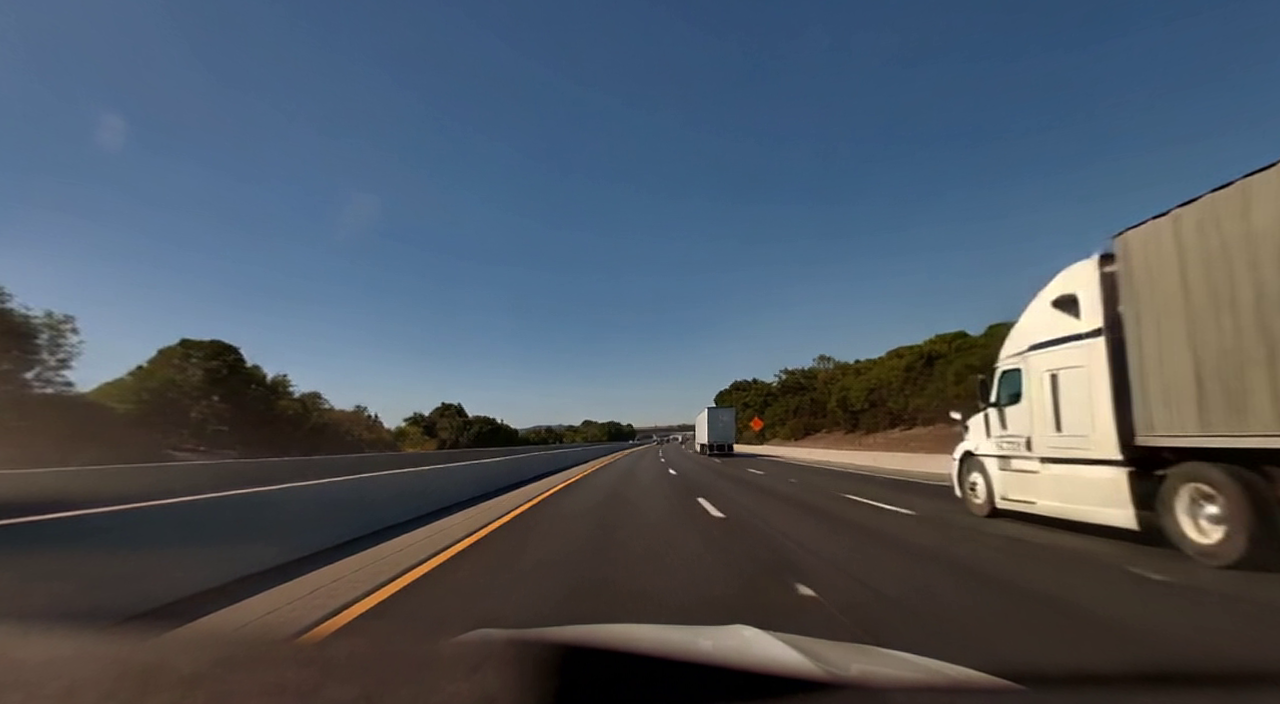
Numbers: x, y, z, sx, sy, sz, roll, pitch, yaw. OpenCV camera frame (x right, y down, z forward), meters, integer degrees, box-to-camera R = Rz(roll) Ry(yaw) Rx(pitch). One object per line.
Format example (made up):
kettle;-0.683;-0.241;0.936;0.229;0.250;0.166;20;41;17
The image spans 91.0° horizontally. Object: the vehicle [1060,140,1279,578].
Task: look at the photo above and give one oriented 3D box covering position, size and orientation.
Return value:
vehicle;7.504;-0.538;1.757;2.885;4.075;13.981;0;-8;-1
